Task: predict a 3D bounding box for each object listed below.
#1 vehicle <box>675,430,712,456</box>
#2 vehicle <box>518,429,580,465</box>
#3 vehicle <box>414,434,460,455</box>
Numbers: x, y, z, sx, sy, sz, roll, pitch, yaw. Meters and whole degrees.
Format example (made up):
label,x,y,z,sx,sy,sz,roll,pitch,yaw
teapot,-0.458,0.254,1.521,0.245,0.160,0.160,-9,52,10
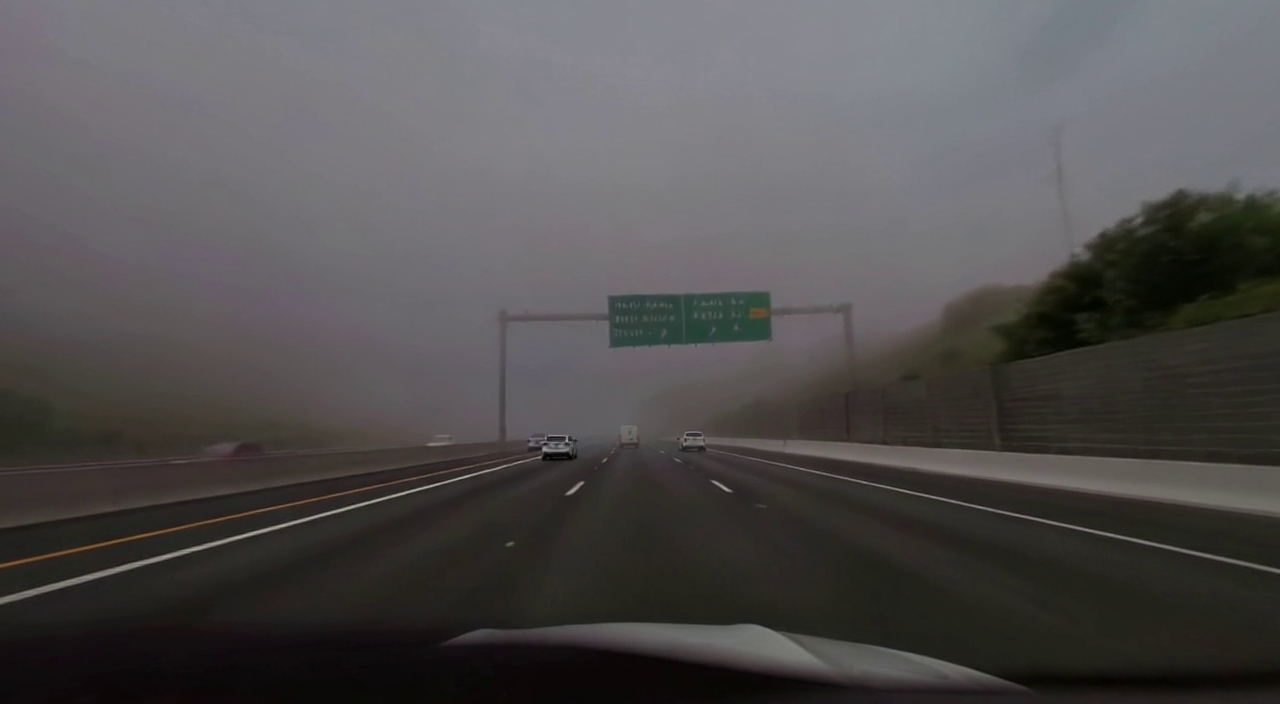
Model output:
label,x,y,z,sx,sy,sz,roll,pitch,yaw
vehicle,3.258,5.603,38.934,1.806,1.469,3.681,0,-8,-2
vehicle,-4.024,4.257,28.529,2.204,1.486,4.121,0,-8,0
vehicle,-15.324,6.964,47.774,2.044,1.532,4.528,0,-8,0
